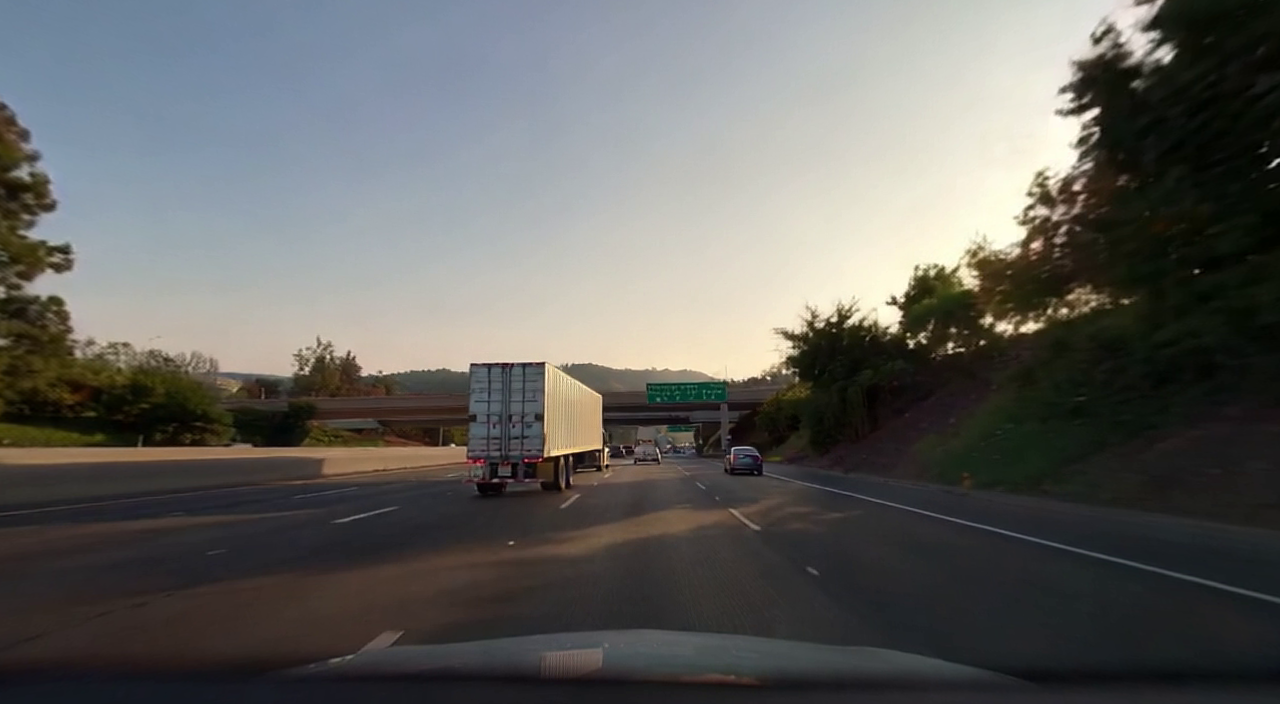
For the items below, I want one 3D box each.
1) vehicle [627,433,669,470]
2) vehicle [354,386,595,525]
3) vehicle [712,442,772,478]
[{"bbox_3d":[0.499,5.958,37.865,2.309,2.023,5.130,0,-8,1],"label":"vehicle"},{"bbox_3d":[-3.448,3.033,19.251,2.854,2.379,16.653,0,-9,0],"label":"vehicle"},{"bbox_3d":[4.593,4.896,28.906,1.993,1.474,4.230,0,-8,-1],"label":"vehicle"}]
